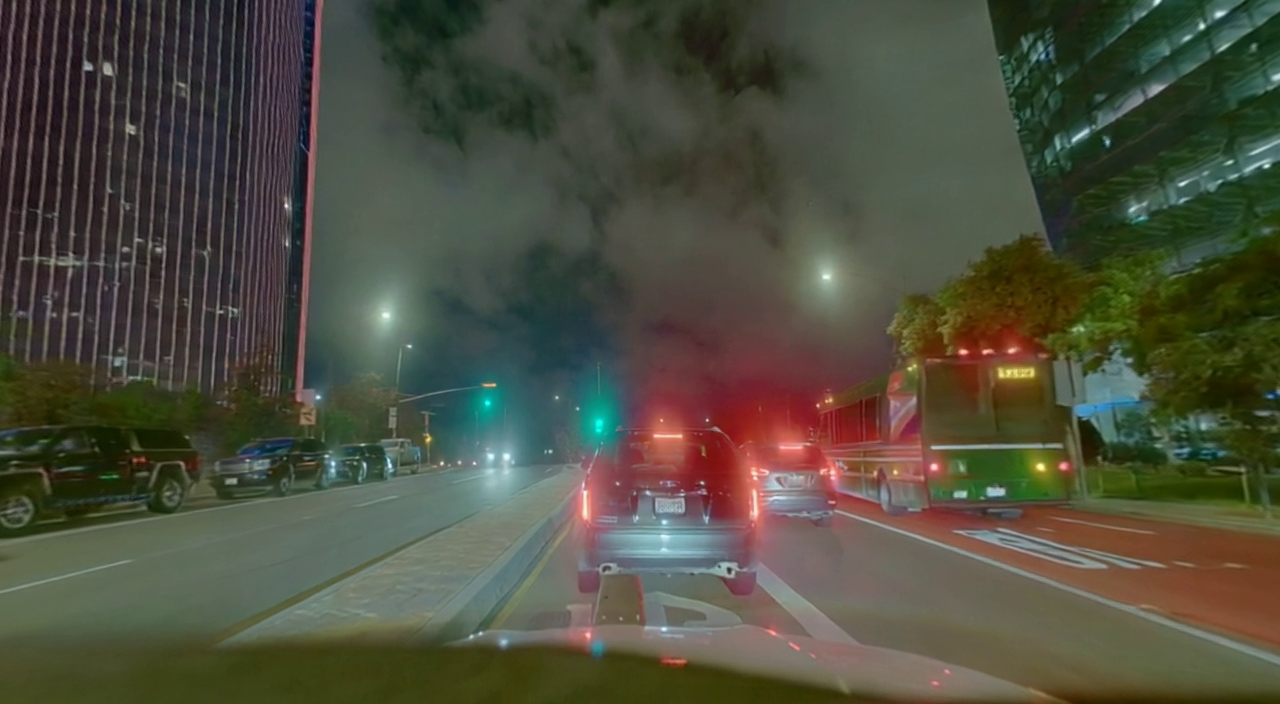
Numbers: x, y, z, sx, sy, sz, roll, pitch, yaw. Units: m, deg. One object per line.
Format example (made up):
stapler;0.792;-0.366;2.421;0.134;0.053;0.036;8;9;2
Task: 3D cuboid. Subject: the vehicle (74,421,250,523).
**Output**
vehicle;-10.720;2.674;14.492;1.482;2.019;3.297;0;-9;-3

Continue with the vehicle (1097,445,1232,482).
vehicle;31.093;6.608;37.750;5.890;1.996;2.155;-6;-10;34

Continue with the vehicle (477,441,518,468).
vehicle;-9.976;7.225;44.642;2.198;1.779;4.926;1;-9;-6

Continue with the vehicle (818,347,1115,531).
vehicle;6.636;2.032;14.702;3.113;3.116;7.650;0;-8;3

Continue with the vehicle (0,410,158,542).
vehicle;-10.383;2.068;10.886;1.543;1.946;3.454;1;-9;-5

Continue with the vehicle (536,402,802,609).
vehicle;0.289;1.583;7.390;2.192;1.695;4.142;0;-8;2

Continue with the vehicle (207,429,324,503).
vehicle;-11.056;3.362;18.934;1.559;1.973;3.419;1;-9;-5

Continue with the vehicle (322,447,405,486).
vehicle;-11.373;4.692;26.315;1.791;1.463;4.210;0;-9;-4

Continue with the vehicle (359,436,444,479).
vehicle;-11.817;5.258;31.833;2.338;1.963;5.740;0;-9;-4
